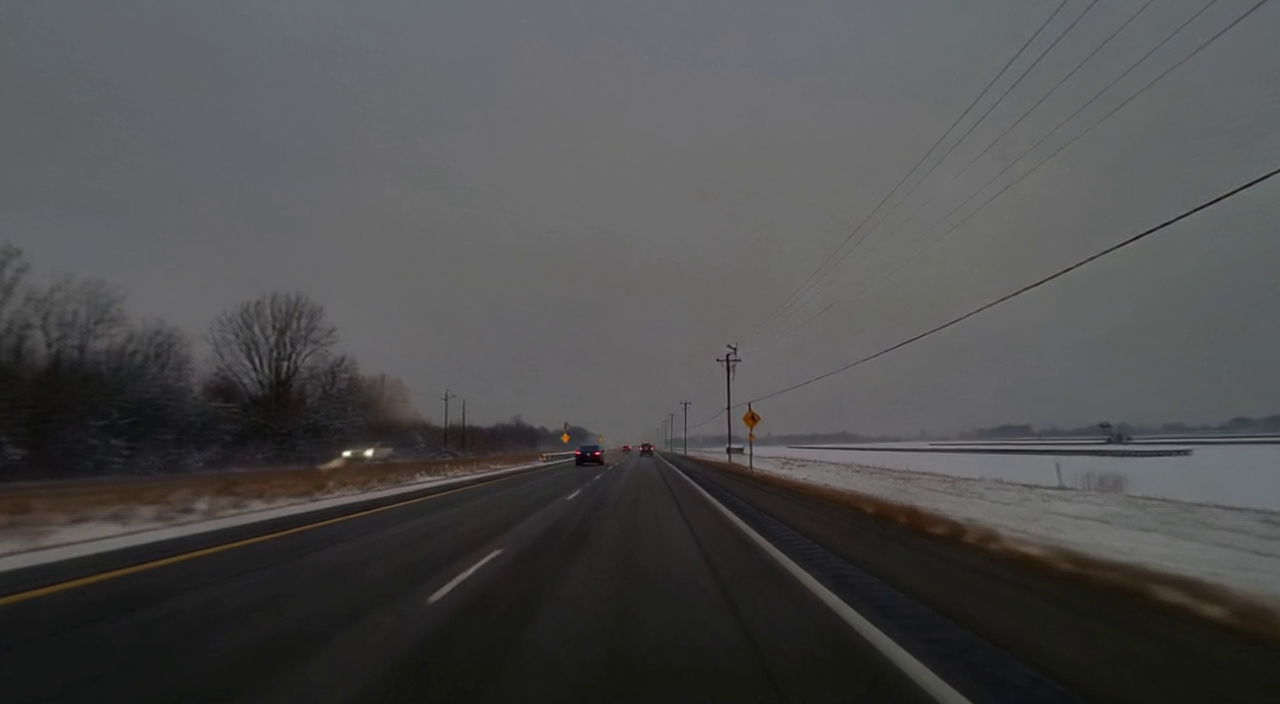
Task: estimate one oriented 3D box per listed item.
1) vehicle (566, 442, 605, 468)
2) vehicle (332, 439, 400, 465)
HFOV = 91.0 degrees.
[{"bbox_3d":[-3.503,6.747,41.321,2.120,1.597,4.810,0,-9,0],"label":"vehicle"},{"bbox_3d":[-21.178,7.776,49.044,2.445,1.917,6.250,0,-9,1],"label":"vehicle"}]
